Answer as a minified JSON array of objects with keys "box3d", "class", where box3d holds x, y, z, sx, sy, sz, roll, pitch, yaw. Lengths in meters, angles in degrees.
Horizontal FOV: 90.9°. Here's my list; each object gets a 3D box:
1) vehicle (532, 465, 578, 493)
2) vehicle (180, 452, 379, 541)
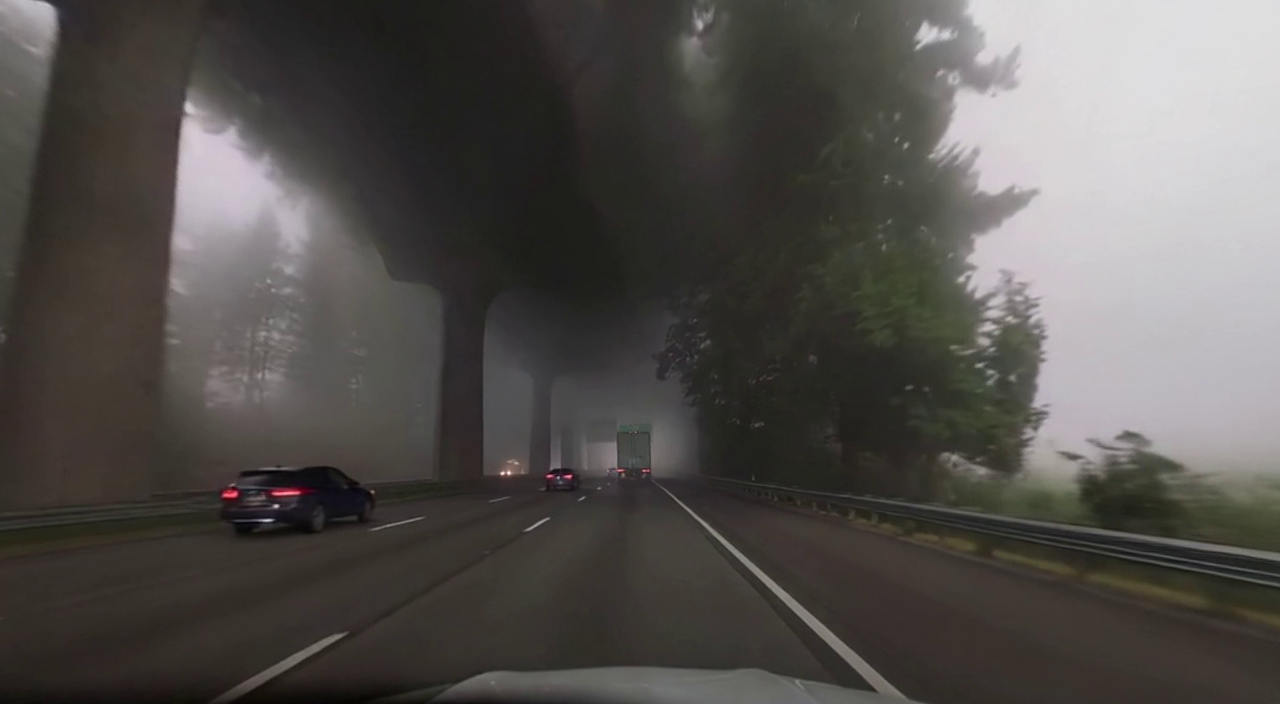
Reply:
[{"box3d":[-4.862,7.336,36.578,1.950,1.460,4.812,1,-10,0],"class":"vehicle"},{"box3d":[-7.574,3.077,13.829,1.899,1.615,4.097,1,-10,0],"class":"vehicle"}]
